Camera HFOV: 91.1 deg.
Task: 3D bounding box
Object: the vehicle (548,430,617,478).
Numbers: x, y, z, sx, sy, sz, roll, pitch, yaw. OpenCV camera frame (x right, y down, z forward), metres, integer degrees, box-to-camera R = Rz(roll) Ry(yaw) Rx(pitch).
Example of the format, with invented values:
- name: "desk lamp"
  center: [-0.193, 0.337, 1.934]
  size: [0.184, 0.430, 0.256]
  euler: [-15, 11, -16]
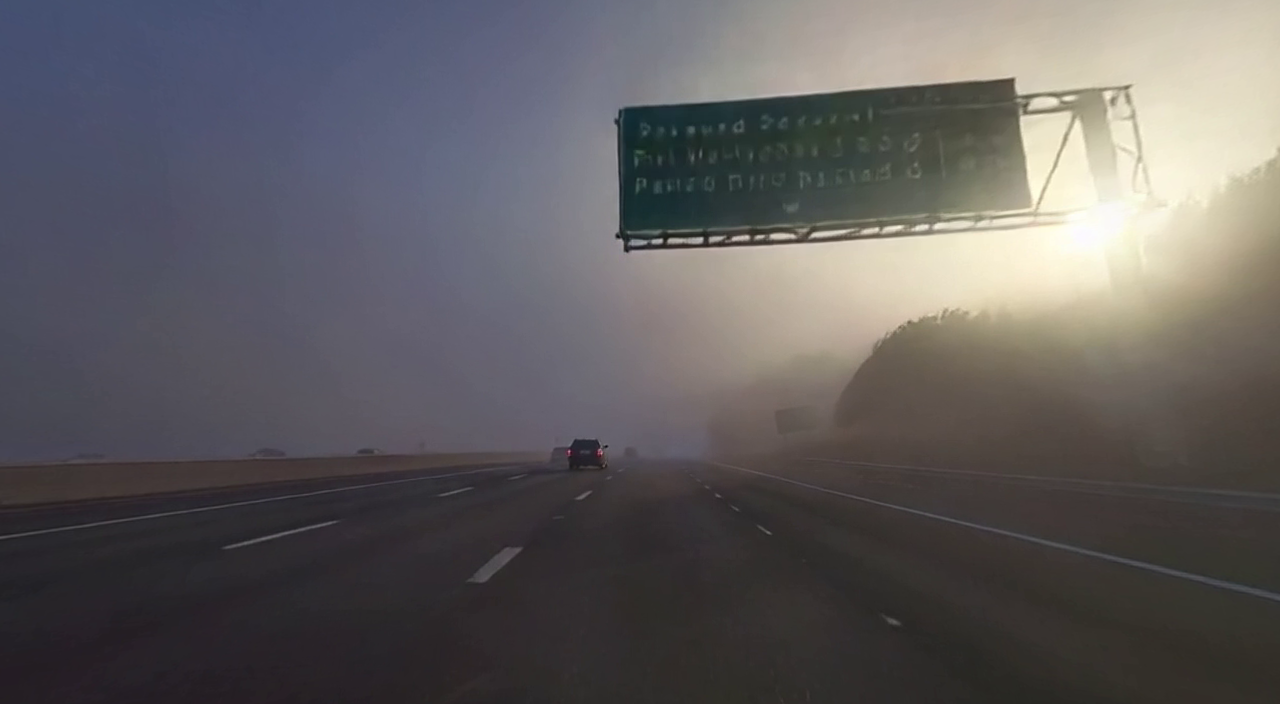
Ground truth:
- name: "vehicle"
  center: [-2.391, 4.473, 27.698]
  size: [2.413, 1.896, 5.218]
  euler: [0, -8, 2]
